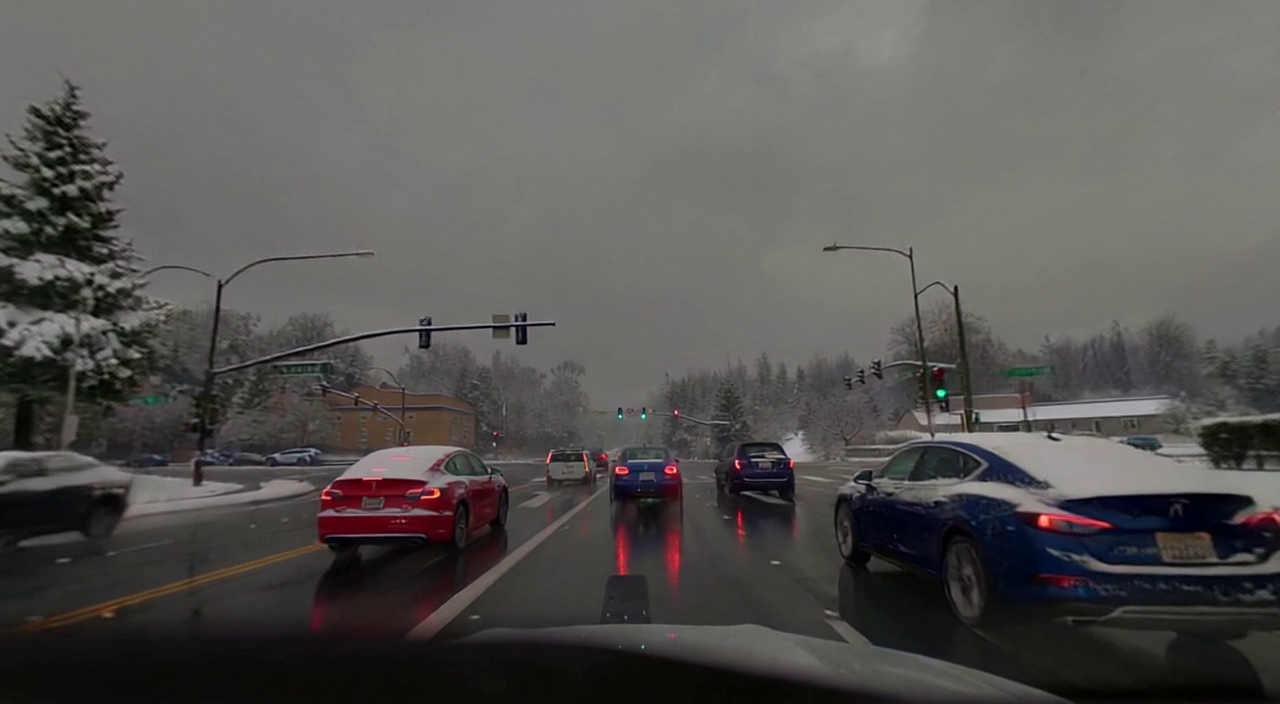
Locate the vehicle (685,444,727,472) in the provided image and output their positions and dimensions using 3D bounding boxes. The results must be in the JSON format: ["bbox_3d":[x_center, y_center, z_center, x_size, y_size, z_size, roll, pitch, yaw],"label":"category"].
[{"bbox_3d":[4.085,6.640,39.705,2.138,1.624,4.417,0,-9,-1],"label":"vehicle"}]

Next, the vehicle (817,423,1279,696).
[{"bbox_3d":[3.337,1.521,5.942,1.951,1.522,4.614,0,-9,0],"label":"vehicle"}]

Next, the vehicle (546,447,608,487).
[{"bbox_3d":[-2.591,4.833,26.794,2.089,1.537,4.073,-1,-9,2],"label":"vehicle"}]

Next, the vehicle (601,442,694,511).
[{"bbox_3d":[0.127,3.224,16.784,2.144,1.563,4.218,0,-9,-1],"label":"vehicle"}]

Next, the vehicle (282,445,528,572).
[{"bbox_3d":[-3.180,2.188,9.705,2.015,1.478,4.407,-1,-9,1],"label":"vehicle"}]

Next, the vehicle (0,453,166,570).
[{"bbox_3d":[-9.898,2.380,9.665,2.033,1.575,4.357,-1,-8,-3],"label":"vehicle"}]

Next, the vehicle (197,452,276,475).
[{"bbox_3d":[-30.209,8.374,47.276,4.427,1.629,2.213,-1,-9,2],"label":"vehicle"}]

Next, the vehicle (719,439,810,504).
[{"bbox_3d":[3.607,3.536,19.055,1.938,1.732,4.006,0,-9,0],"label":"vehicle"}]

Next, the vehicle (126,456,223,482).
[{"bbox_3d":[-29.676,7.444,40.238,4.551,1.533,2.070,-1,-9,2],"label":"vehicle"}]
